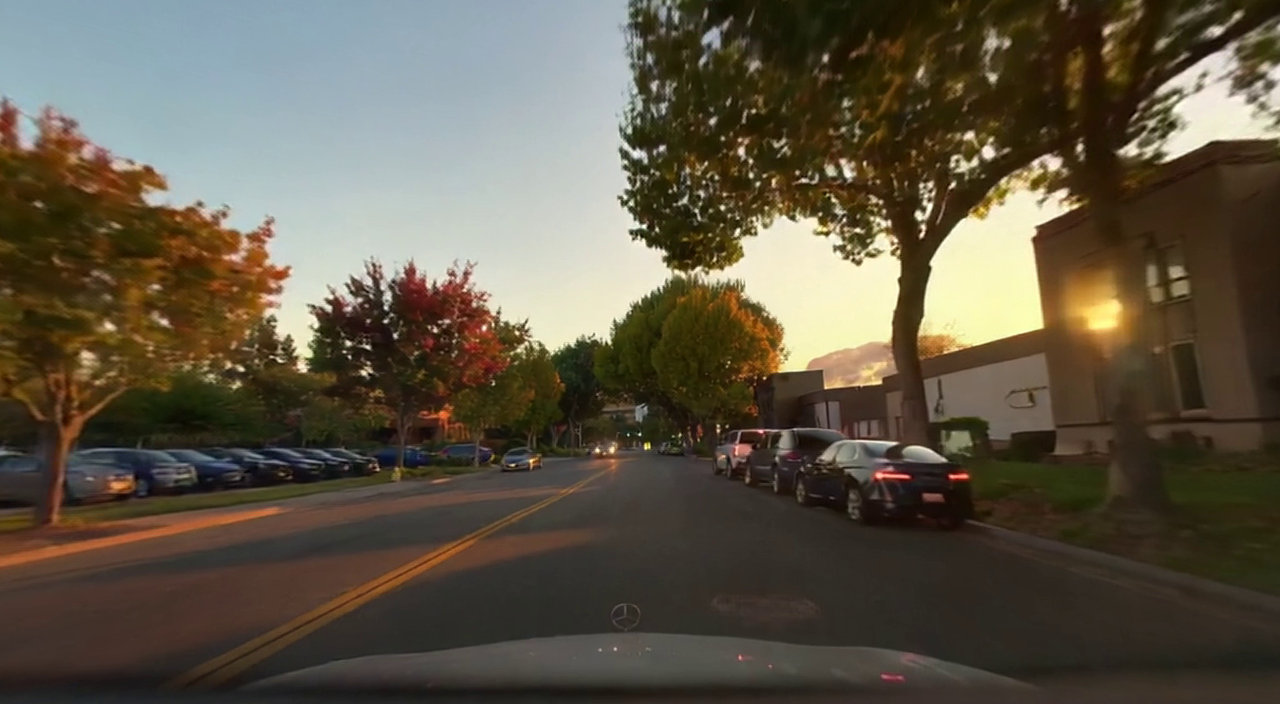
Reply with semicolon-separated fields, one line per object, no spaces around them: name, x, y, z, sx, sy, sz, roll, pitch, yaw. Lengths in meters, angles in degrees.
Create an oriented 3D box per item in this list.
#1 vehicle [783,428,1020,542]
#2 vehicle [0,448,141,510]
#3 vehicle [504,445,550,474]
vehicle;4.202;2.219;11.353;1.952;1.538;5.215;0;-8;-1
vehicle;-15.778;3.291;16.709;4.181;1.467;1.851;-3;-9;16
vehicle;-6.627;6.303;37.370;1.928;1.537;4.439;-2;-8;-1
